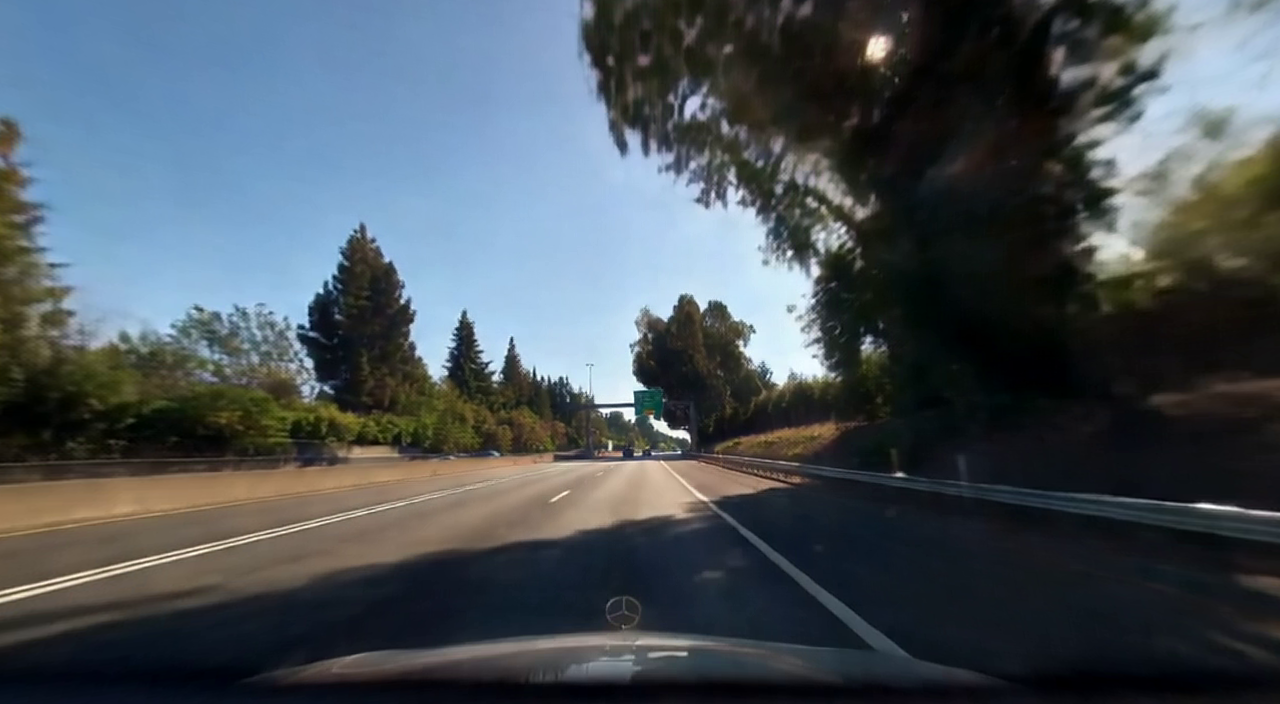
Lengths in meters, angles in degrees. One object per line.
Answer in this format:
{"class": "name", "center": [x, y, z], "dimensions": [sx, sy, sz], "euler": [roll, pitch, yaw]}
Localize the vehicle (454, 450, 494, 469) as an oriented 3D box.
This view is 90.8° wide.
{"class": "vehicle", "center": [-13.051, 8.464, 49.846], "dimensions": [1.866, 1.474, 4.402], "euler": [-1, -9, 2]}
